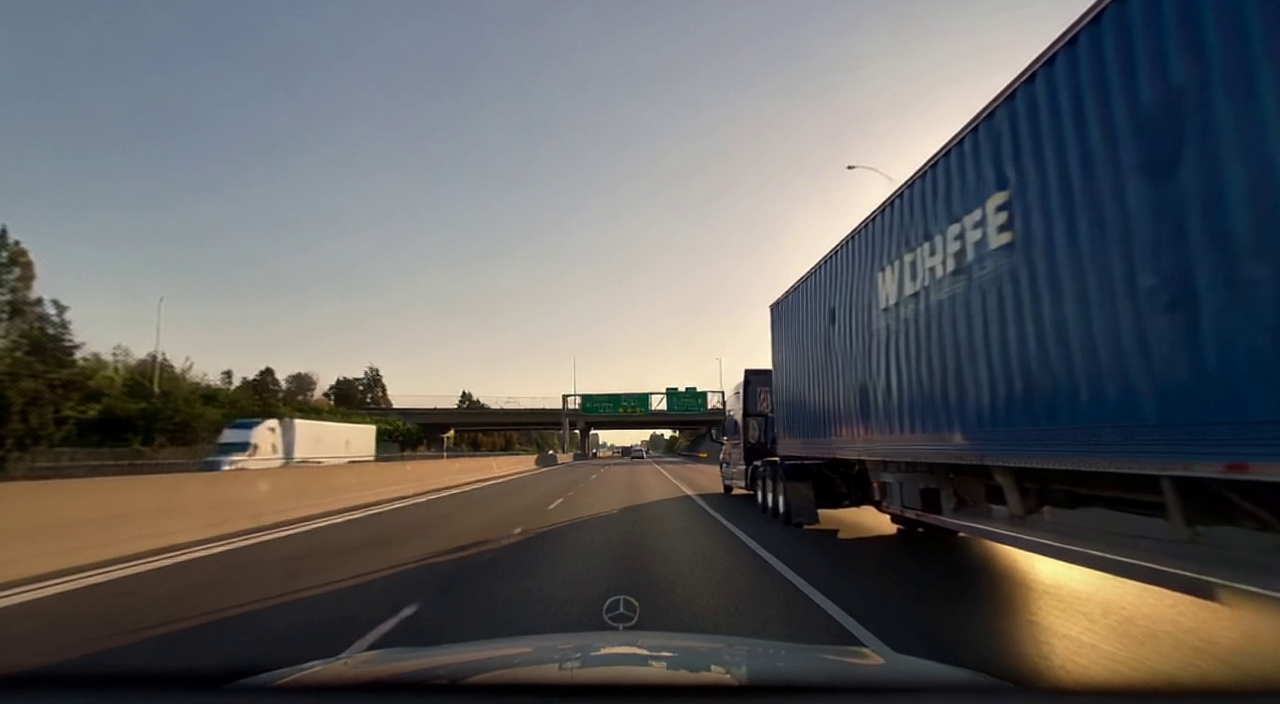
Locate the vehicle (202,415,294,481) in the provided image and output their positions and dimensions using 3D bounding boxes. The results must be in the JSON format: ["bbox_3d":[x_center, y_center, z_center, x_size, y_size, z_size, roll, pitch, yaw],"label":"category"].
[{"bbox_3d":[-23.324,5.743,37.493,2.904,3.739,3.648,0,-9,0],"label":"vehicle"}]

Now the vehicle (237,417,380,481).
[{"bbox_3d":[-23.280,7.041,45.550,2.896,3.850,14.049,0,-9,-1],"label":"vehicle"}]

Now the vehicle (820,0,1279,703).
[{"bbox_3d":[4.006,0.054,4.246,2.869,4.013,8.610,0,-9,0],"label":"vehicle"}]
